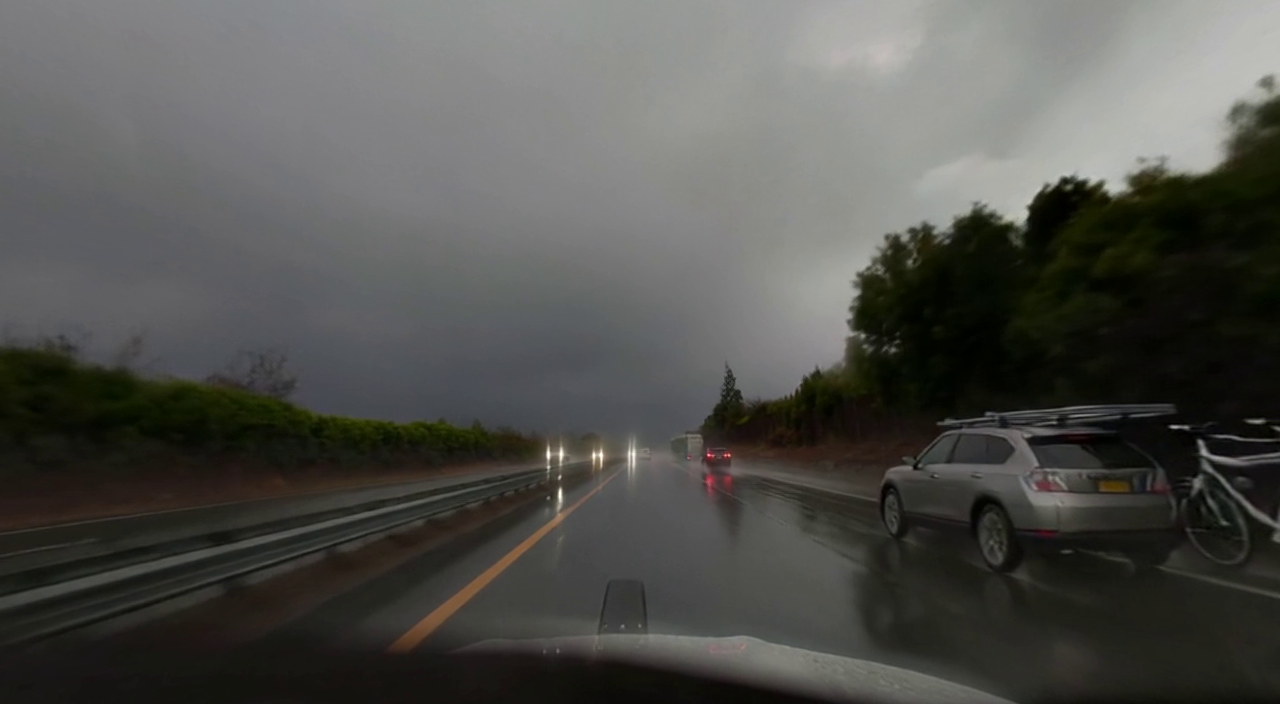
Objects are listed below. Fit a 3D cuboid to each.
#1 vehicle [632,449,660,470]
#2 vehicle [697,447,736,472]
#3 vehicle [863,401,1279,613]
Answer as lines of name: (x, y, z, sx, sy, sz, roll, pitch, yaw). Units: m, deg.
vehicle: (0.440, 7.851, 46.209, 1.991, 1.459, 3.769, 0, -9, 0)
vehicle: (4.940, 6.999, 41.161, 1.964, 1.513, 3.707, 0, -9, -1)
vehicle: (4.228, 1.515, 6.961, 1.978, 1.604, 4.128, 0, -9, 0)
